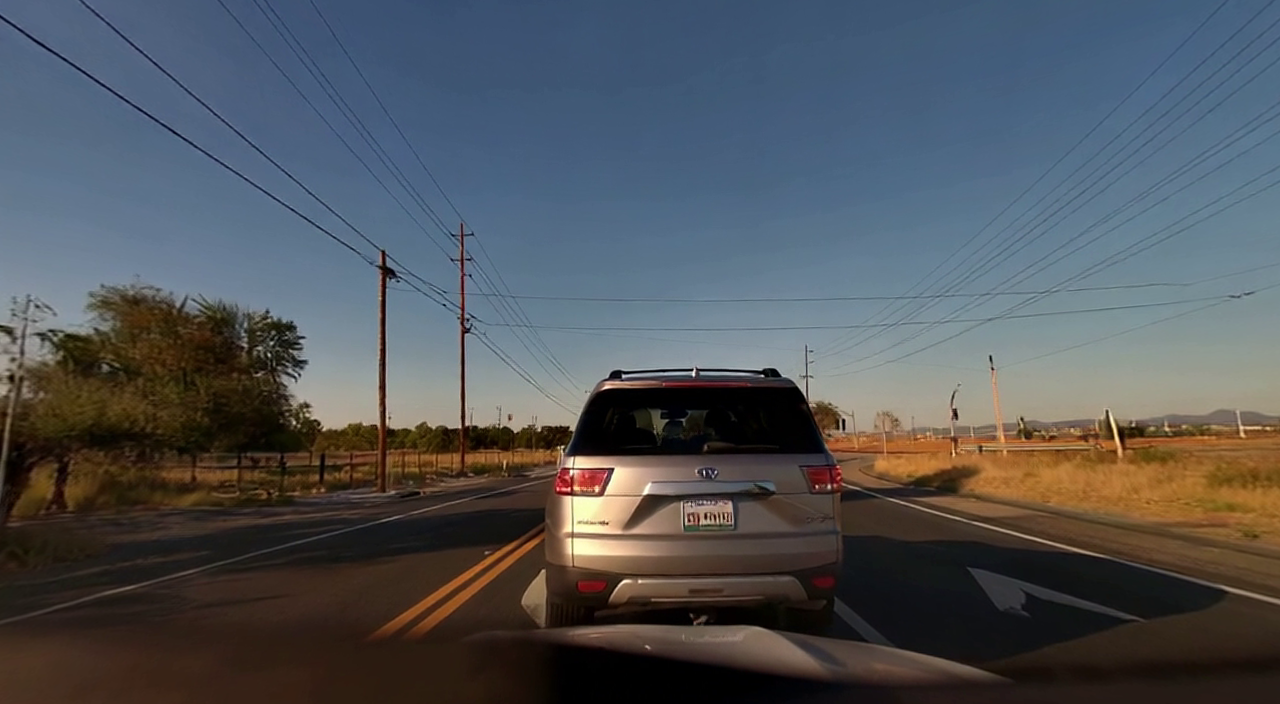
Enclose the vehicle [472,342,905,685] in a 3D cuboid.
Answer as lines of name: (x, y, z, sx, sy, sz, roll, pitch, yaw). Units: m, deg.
vehicle: (0.181, 1.205, 5.813, 2.364, 1.859, 4.538, 0, -9, -2)
